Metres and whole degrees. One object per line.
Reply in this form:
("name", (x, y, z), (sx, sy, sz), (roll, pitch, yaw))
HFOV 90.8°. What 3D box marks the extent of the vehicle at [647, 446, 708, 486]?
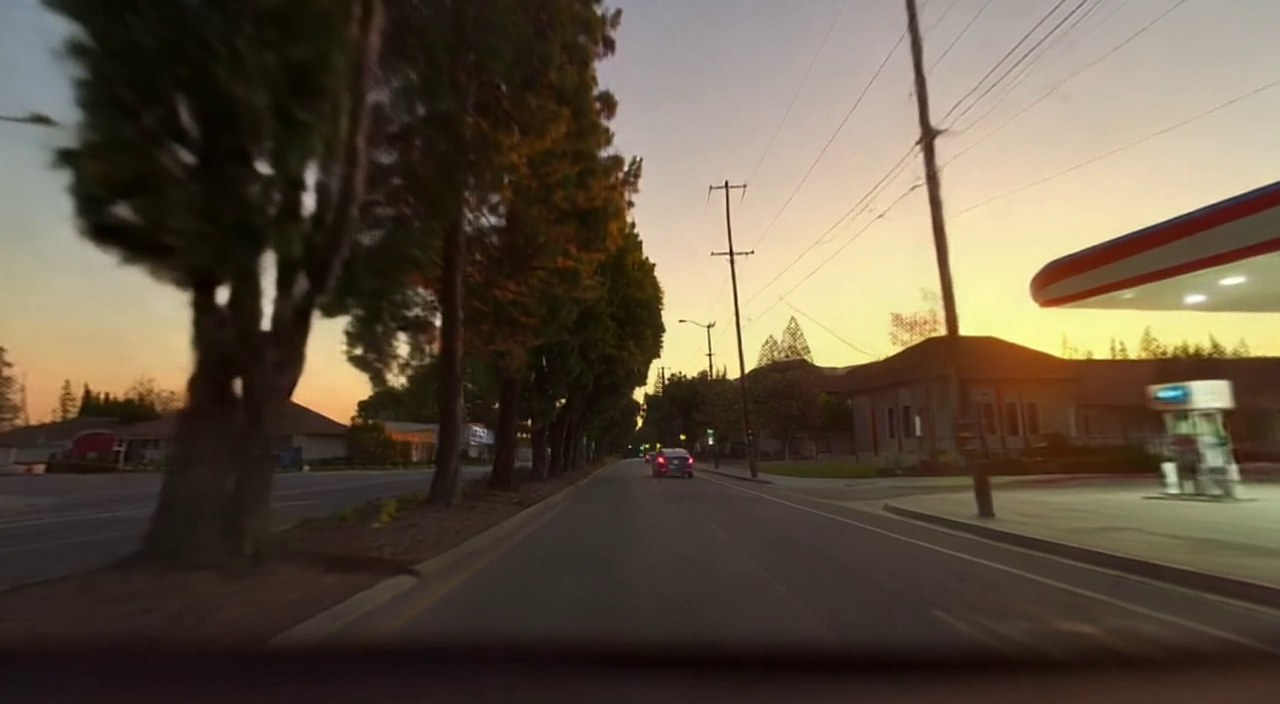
("vehicle", (1.440, 4.629, 26.019), (2.061, 1.475, 4.296), (0, -8, -3))
